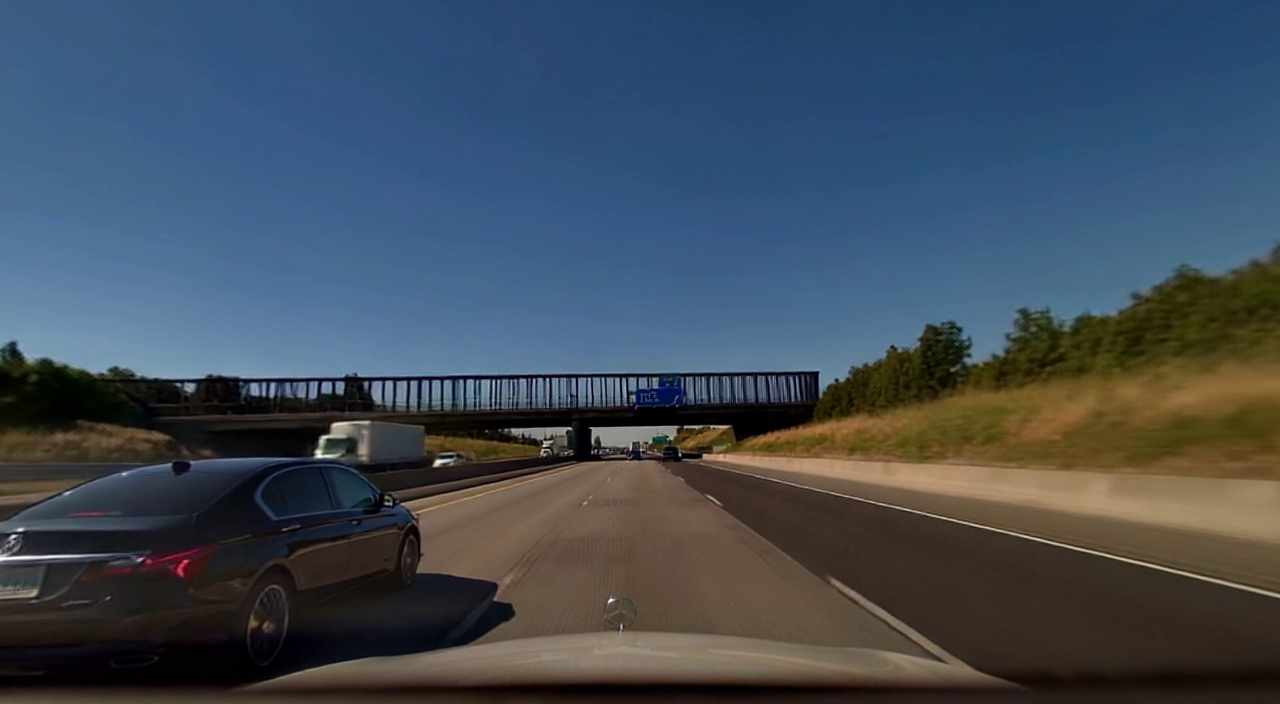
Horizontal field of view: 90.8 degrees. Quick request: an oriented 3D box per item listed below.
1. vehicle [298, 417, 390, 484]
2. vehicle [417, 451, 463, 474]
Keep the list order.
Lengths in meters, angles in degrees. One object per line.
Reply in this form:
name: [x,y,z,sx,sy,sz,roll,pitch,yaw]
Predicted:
vehicle: [-18.688,6.262,40.297,2.880,3.889,5.961,0,-9,0]
vehicle: [-14.892,8.270,47.318,1.944,1.603,4.591,0,-9,0]
